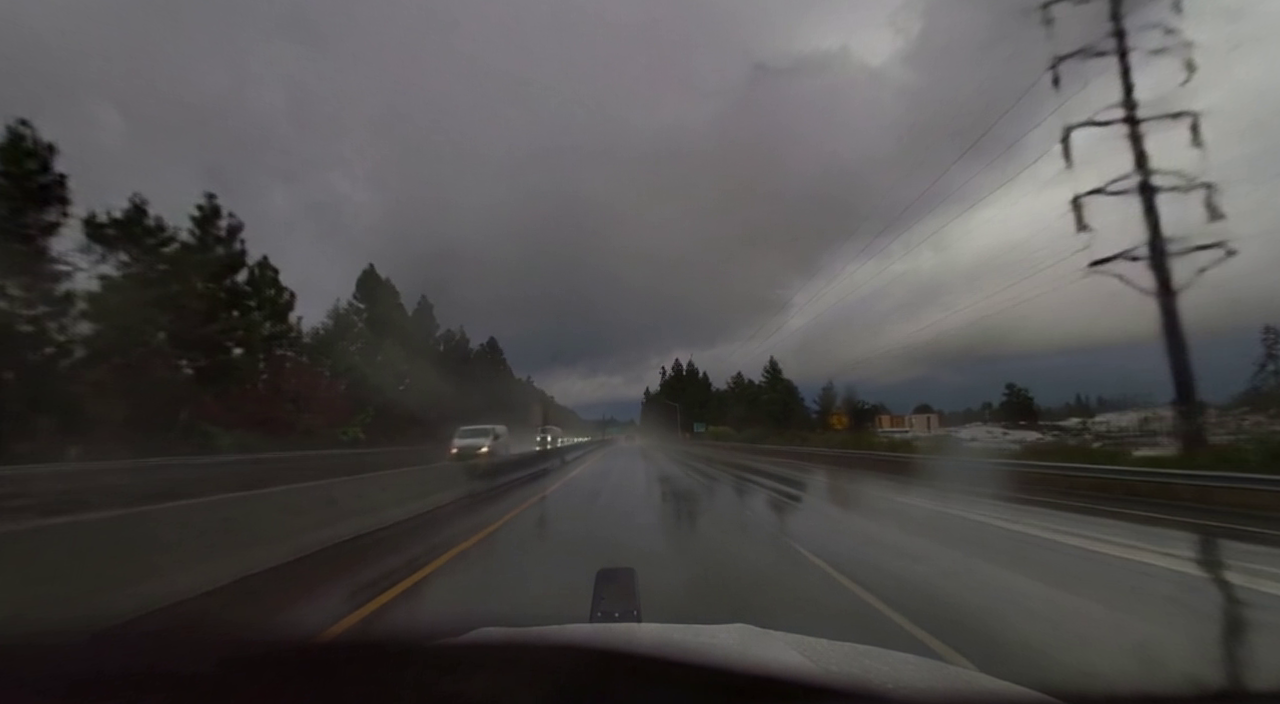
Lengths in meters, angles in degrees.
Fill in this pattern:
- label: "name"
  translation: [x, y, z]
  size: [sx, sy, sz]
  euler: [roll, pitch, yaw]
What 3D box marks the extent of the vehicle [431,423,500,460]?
- label: "vehicle"
  translation: [-9.633, 5.004, 35.312]
  size: [2.266, 1.864, 5.731]
  euler: [0, -8, 0]
